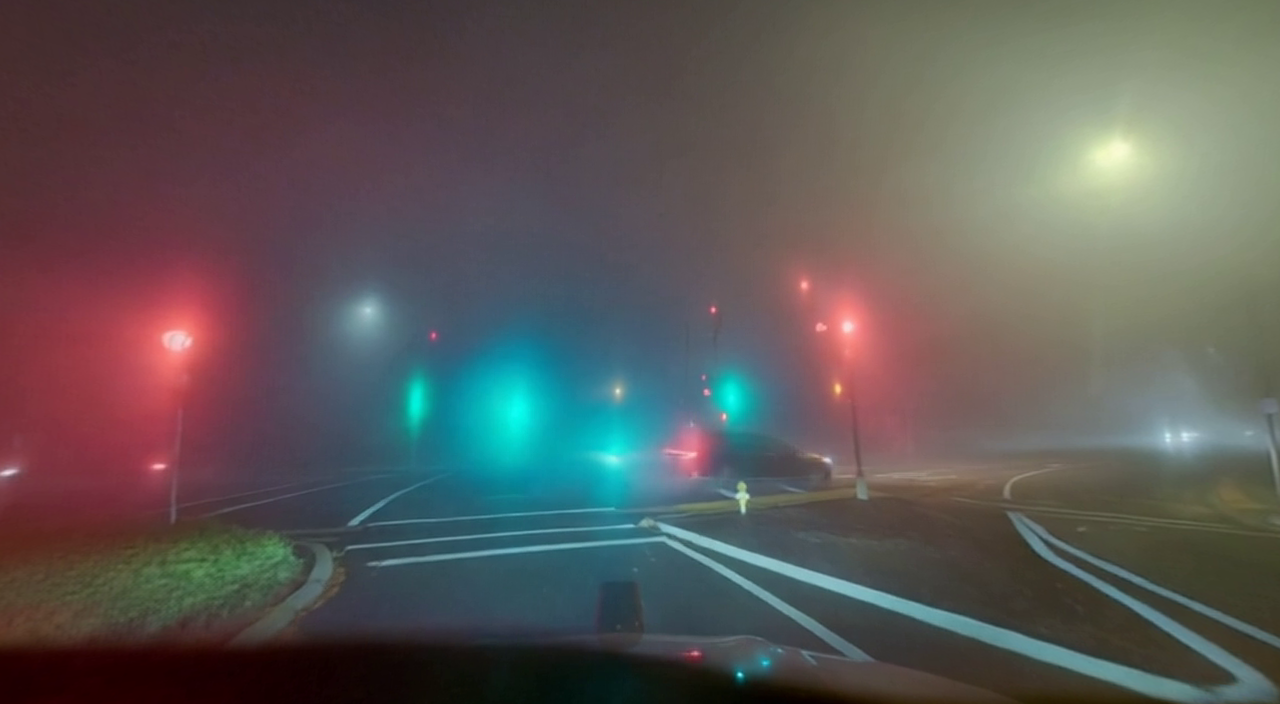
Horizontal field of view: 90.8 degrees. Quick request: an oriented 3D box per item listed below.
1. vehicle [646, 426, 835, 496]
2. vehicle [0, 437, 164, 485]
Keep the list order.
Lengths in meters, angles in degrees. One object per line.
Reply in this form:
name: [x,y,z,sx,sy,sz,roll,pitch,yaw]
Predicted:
vehicle: [2.644,2.804,16.551,4.545,1.602,2.014,4,-9,-27]
vehicle: [-21.121,4.074,23.847,4.602,1.667,1.933,4,-9,-25]
